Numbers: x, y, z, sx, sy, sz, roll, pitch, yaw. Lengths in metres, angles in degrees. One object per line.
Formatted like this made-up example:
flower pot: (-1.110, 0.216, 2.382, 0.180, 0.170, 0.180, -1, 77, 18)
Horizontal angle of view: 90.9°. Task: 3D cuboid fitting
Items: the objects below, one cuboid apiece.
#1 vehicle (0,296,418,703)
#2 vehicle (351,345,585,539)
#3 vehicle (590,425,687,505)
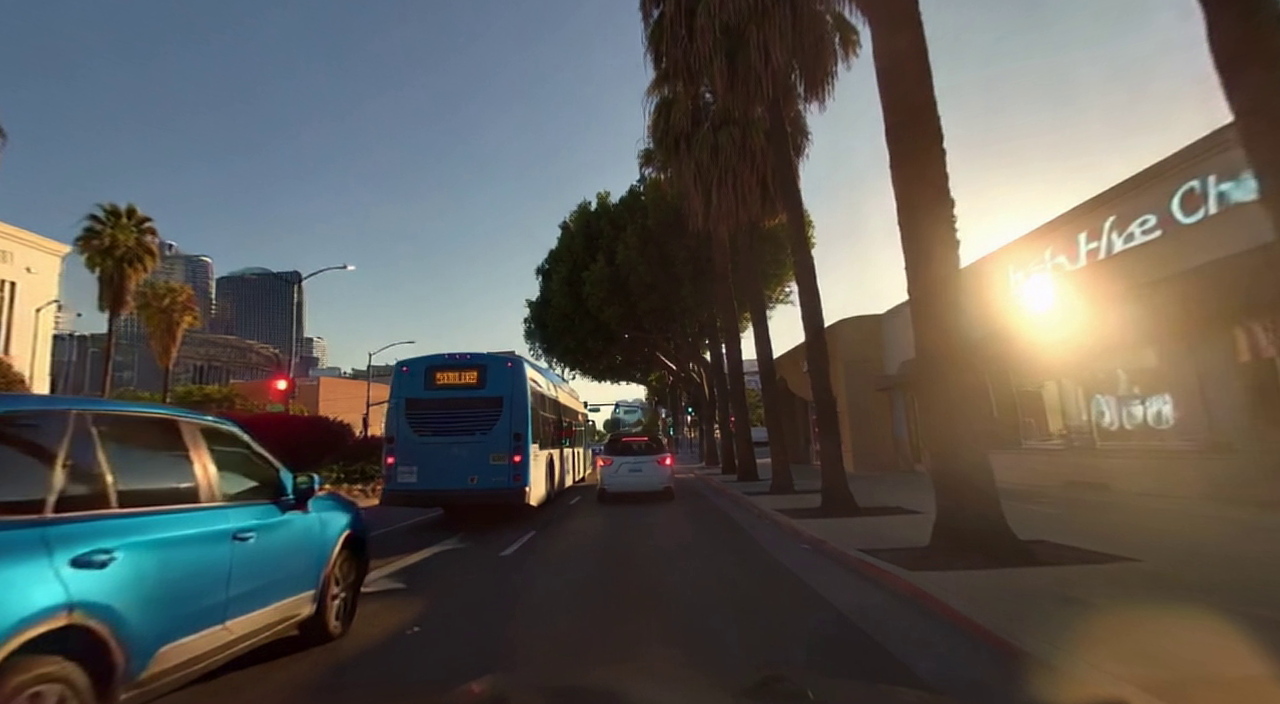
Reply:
vehicle: (-3.040, 0.919, 3.201, 2.124, 1.799, 4.587, 0, -8, 0)
vehicle: (-3.061, 2.012, 14.170, 2.775, 3.064, 8.297, 0, -8, 1)
vehicle: (-0.030, 2.762, 15.812, 2.120, 1.727, 3.917, 0, -8, 0)
